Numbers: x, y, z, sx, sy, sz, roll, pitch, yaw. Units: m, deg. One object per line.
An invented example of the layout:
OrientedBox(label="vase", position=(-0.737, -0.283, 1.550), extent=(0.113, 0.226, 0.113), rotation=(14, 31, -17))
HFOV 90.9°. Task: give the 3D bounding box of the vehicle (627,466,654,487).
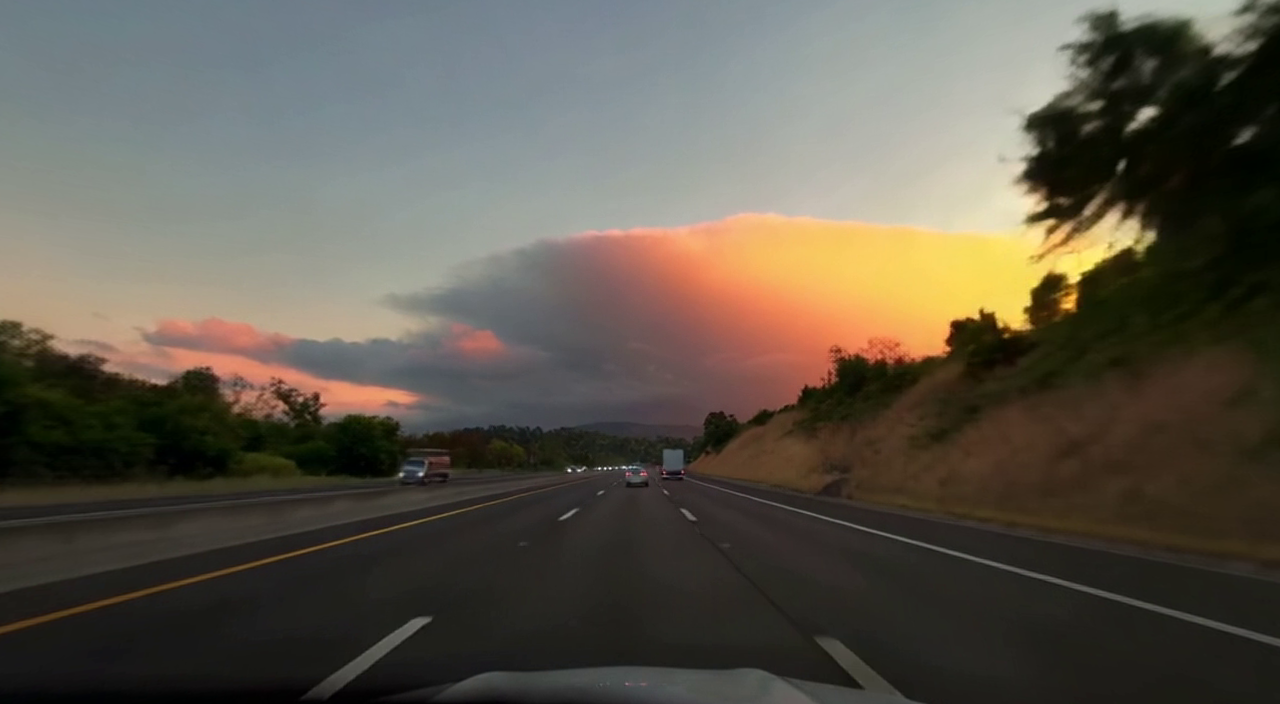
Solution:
OrientedBox(label="vehicle", position=(0.037, 9.592, 48.586), extent=(2.015, 1.478, 3.920), rotation=(1, -10, -1))
